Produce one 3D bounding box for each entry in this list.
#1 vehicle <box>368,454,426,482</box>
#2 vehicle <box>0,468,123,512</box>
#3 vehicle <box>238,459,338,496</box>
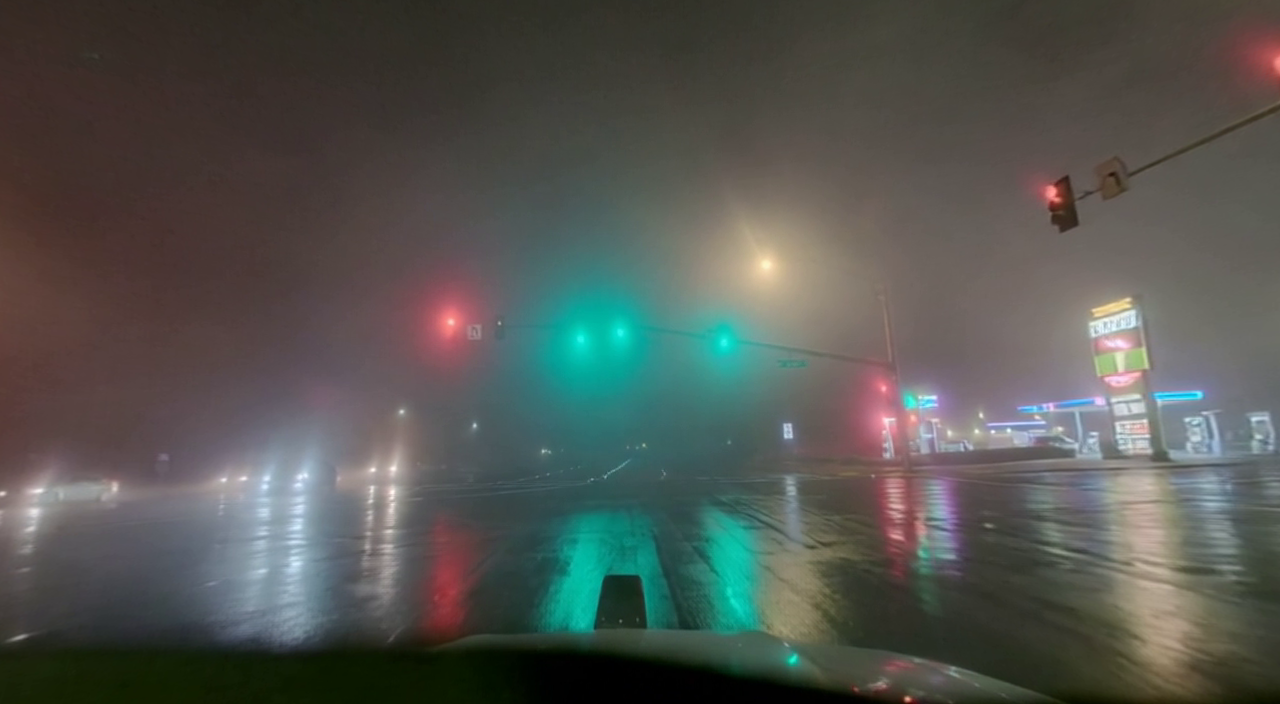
[{"bbox_3d":[-15.480,7.396,40.450,2.053,1.598,4.336,0,-9,-1],"label":"vehicle"},{"bbox_3d":[-24.530,5.687,26.435,1.895,1.483,4.790,0,-9,-3],"label":"vehicle"},{"bbox_3d":[-15.340,5.464,27.844,1.920,1.434,4.328,0,-9,0],"label":"vehicle"}]
